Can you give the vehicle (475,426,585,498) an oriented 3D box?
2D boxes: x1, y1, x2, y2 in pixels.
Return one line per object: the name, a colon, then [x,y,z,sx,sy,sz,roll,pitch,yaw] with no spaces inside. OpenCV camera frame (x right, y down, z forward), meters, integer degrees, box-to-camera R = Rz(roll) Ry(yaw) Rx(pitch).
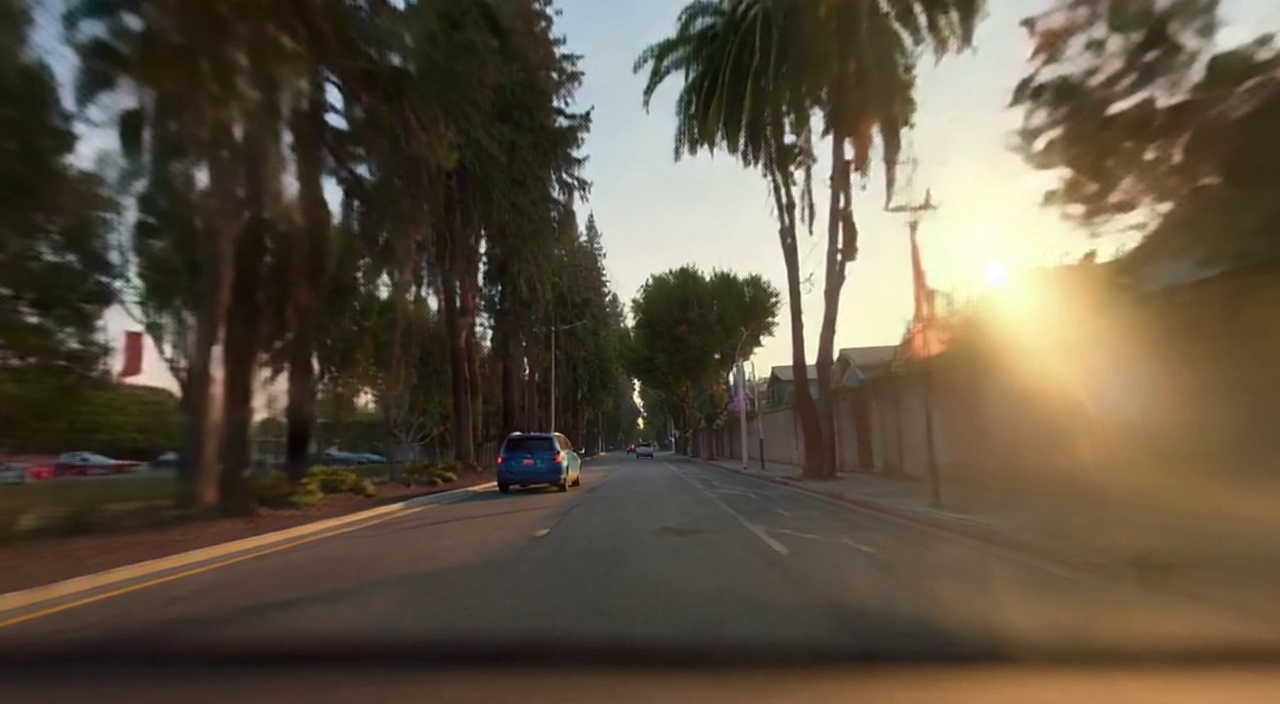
vehicle: [-3.041,3.175,18.567,2.281,1.837,4.845,0,-8,1]
